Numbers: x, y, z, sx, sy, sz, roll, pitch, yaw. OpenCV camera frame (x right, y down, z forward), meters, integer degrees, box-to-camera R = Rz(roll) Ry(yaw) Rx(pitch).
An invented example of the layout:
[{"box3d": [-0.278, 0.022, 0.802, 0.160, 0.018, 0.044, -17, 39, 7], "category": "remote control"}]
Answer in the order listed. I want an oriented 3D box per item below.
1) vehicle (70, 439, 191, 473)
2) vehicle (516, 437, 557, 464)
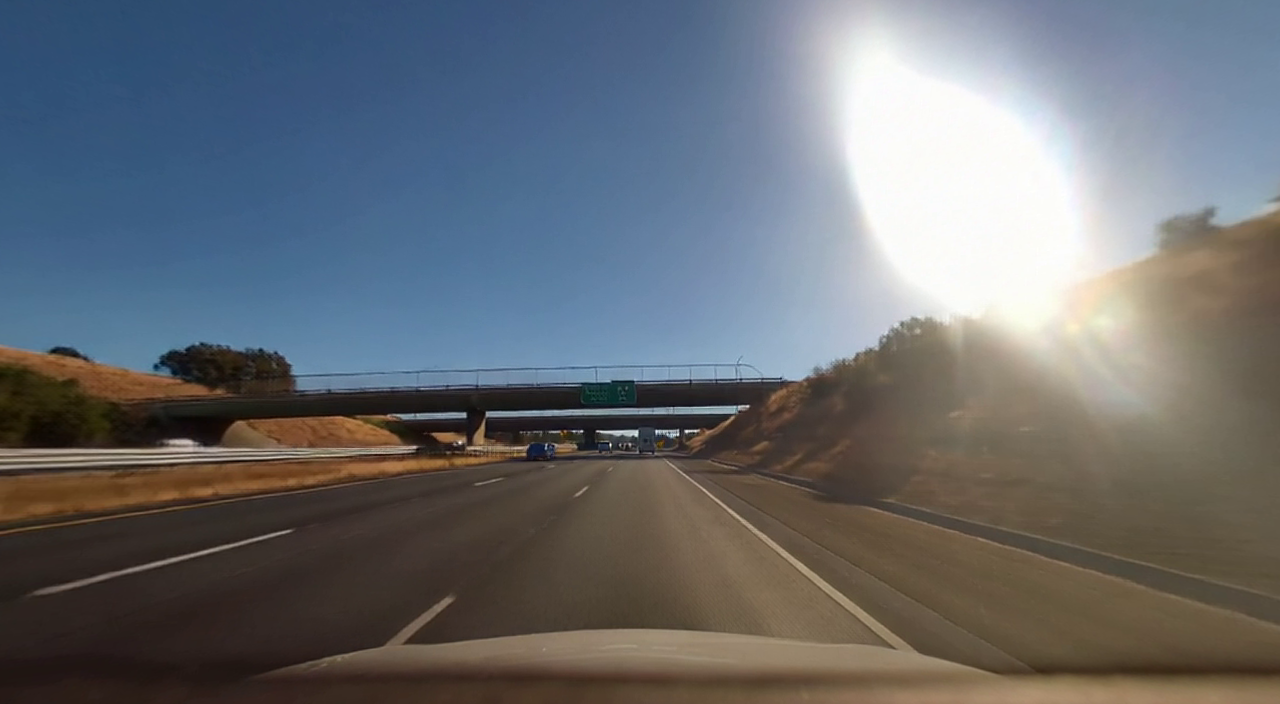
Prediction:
[{"box3d": [-31.938, 6.522, 39.825, 2.433, 1.916, 6.183, 0, -8, 0], "category": "vehicle"}, {"box3d": [-7.075, 6.811, 43.498, 2.070, 1.738, 4.733, 0, -8, 0], "category": "vehicle"}]
